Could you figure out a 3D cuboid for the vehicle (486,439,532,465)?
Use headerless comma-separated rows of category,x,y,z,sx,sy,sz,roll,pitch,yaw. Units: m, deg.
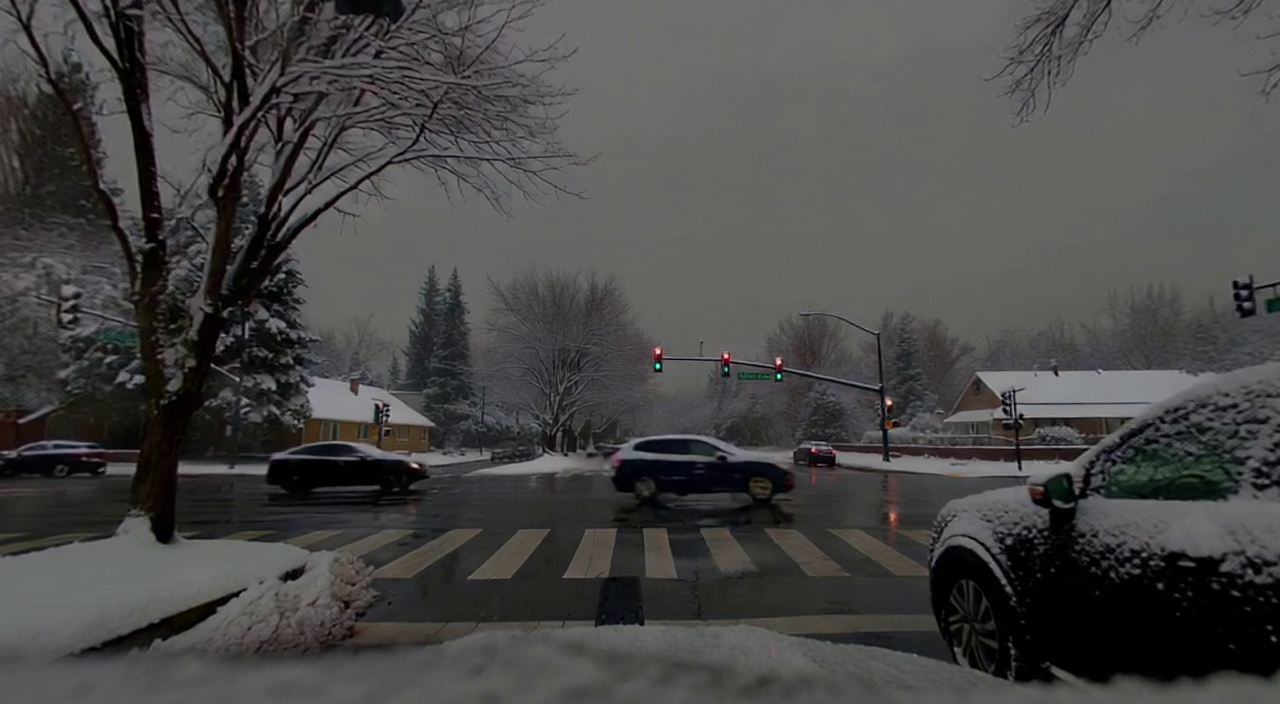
vehicle,-8.977,6.865,43.641,2.028,1.654,5.027,0,-9,1

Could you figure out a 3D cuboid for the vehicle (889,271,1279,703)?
vehicle,2.704,0.714,1.718,2.085,1.800,4.908,0,-9,1

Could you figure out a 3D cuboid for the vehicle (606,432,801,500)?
vehicle,1.517,2.910,16.262,4.680,1.620,1.943,0,-8,-1

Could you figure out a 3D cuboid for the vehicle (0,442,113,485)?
vehicle,-22.264,4.003,22.772,4.710,1.470,1.794,1,-9,-3

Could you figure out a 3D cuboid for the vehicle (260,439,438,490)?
vehicle,-8.928,3.479,19.703,4.561,1.468,1.921,0,-8,-1
